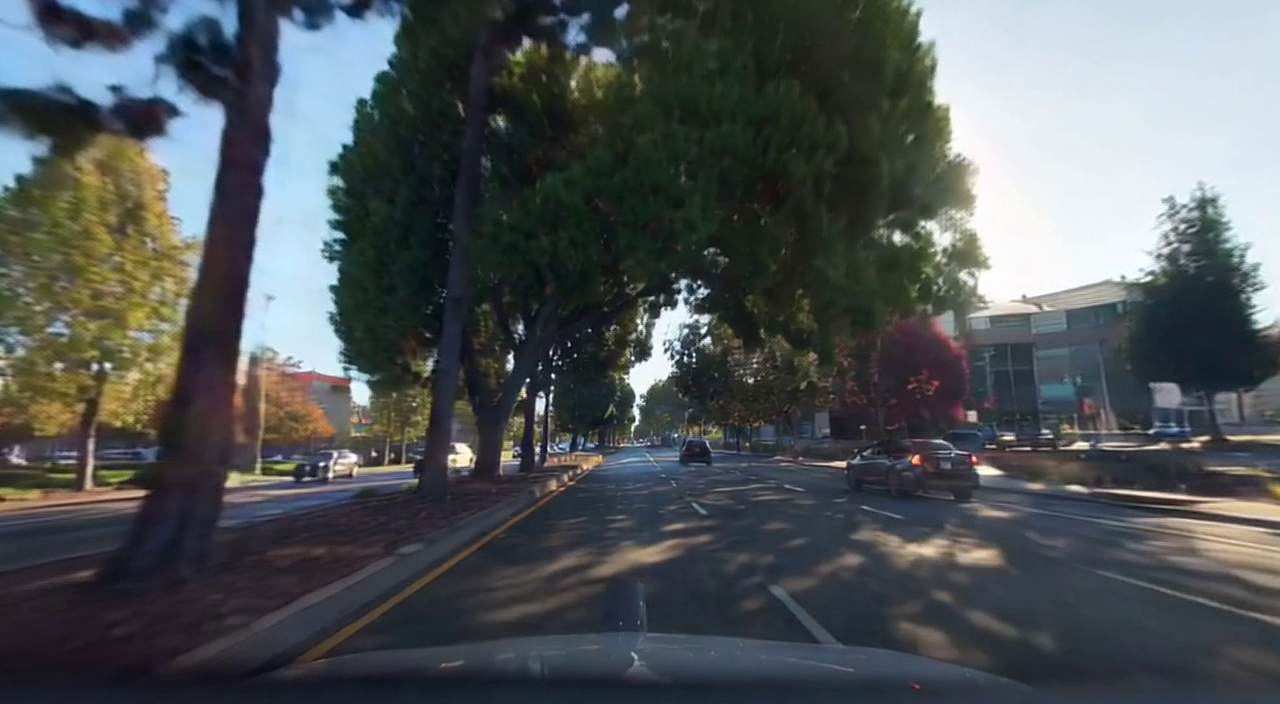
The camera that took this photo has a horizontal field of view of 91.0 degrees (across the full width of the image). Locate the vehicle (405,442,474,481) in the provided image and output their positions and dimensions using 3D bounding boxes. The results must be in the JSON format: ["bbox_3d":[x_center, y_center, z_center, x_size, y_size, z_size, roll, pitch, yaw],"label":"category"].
[{"bbox_3d":[-9.426,5.177,29.939,1.968,1.684,4.265,0,-9,-2],"label":"vehicle"}]

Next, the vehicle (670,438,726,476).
[{"bbox_3d":[2.629,4.909,29.622,2.161,1.676,4.151,0,-9,-1],"label":"vehicle"}]

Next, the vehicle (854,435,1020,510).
[{"bbox_3d":[6.852,2.796,15.107,1.886,1.528,4.169,0,-9,-1],"label":"vehicle"}]
